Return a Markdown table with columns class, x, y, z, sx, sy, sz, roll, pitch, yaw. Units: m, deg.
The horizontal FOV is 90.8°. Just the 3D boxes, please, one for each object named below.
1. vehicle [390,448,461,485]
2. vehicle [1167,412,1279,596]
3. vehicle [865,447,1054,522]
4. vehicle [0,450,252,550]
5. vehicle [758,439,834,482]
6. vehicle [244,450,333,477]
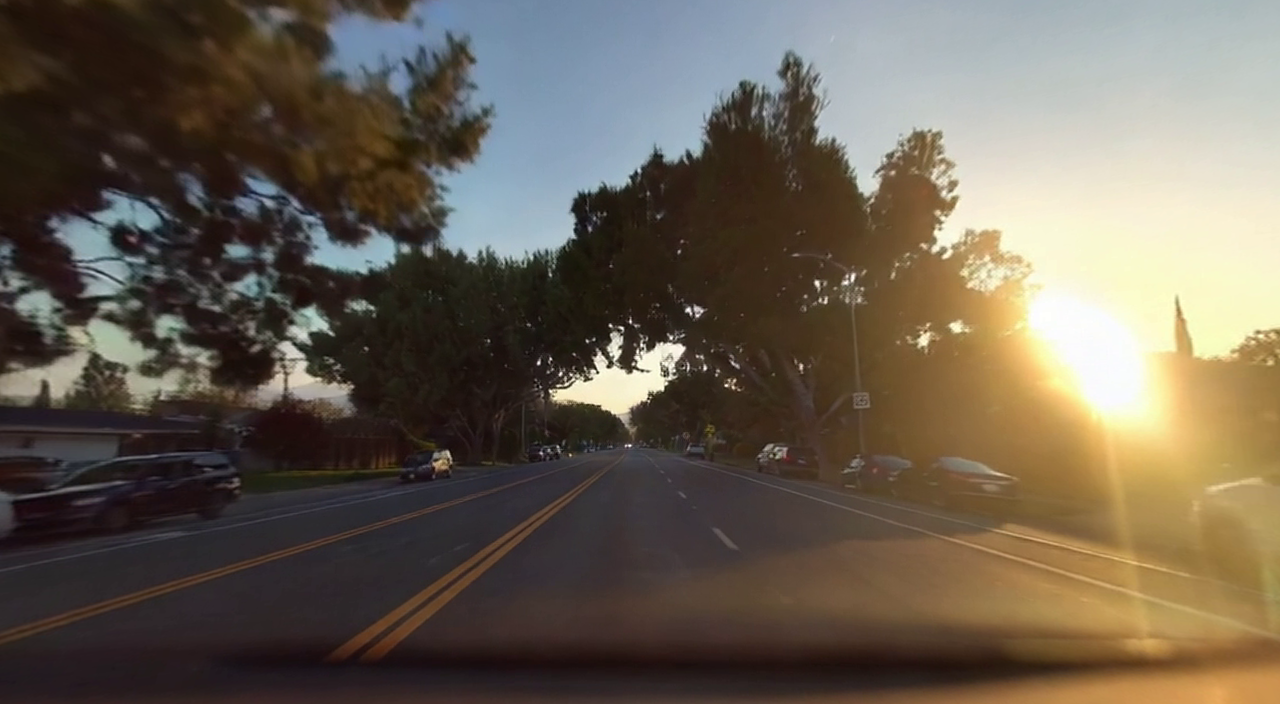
| class | x | y | z | sx | sy | sz | roll | pitch | yaw |
| --- | --- | --- | --- | --- | --- | --- | --- | --- | --- |
| vehicle | -10.877 | 5.824 | 32.426 | 2.048 | 1.692 | 4.635 | -2 | -9 | 0 |
| vehicle | 7.340 | 1.293 | 4.849 | 2.064 | 1.802 | 5.293 | 0 | -9 | 1 |
| vehicle | 7.286 | 3.030 | 15.128 | 1.982 | 1.479 | 4.687 | 0 | -9 | -1 |
| vehicle | -10.553 | 2.943 | 13.258 | 1.974 | 1.682 | 4.339 | -2 | -9 | 1 |
| vehicle | 7.021 | 4.926 | 29.110 | 2.087 | 1.762 | 5.493 | 0 | -9 | 0 |
| vehicle | -20.536 | 6.531 | 37.035 | 4.055 | 1.511 | 1.898 | 0 | -9 | -4 |
